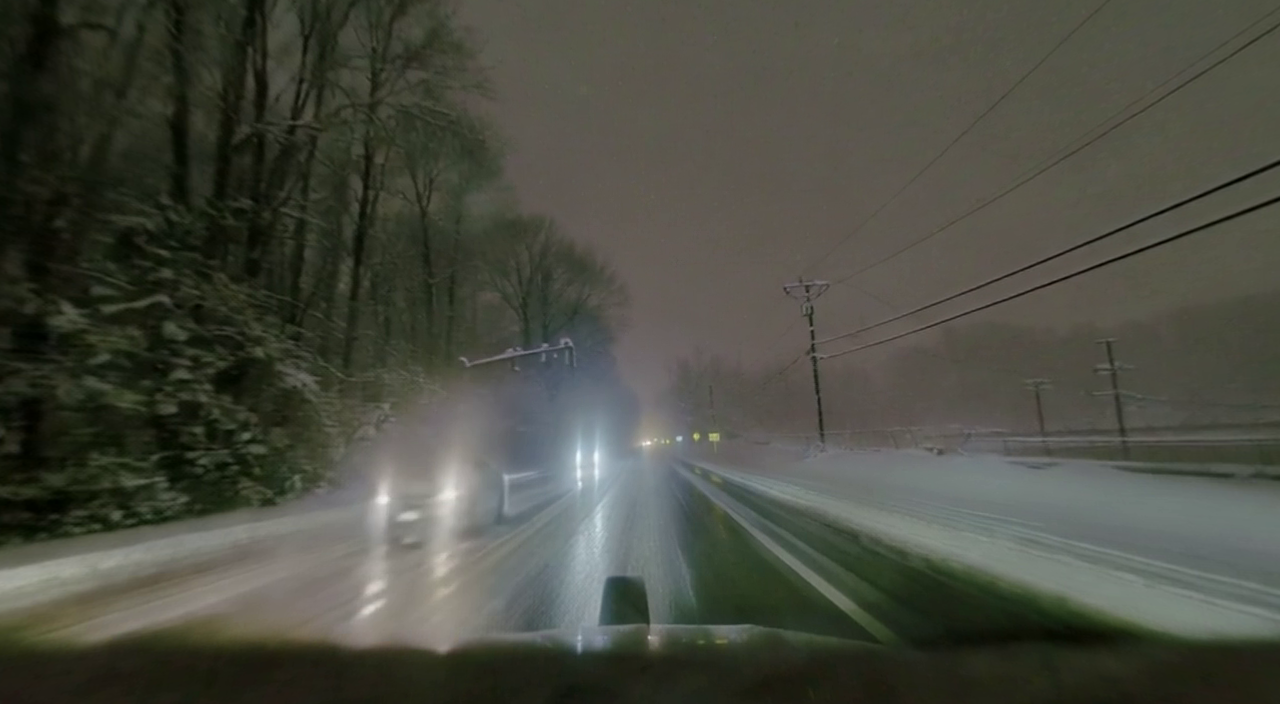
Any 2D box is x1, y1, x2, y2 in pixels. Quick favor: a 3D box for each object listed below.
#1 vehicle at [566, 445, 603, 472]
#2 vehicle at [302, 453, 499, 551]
[{"bbox_3d":[-3.593,6.998,41.591,2.074,1.679,4.293,-1,-9,0],"label":"vehicle"},{"bbox_3d":[-4.097,2.605,11.611,2.002,1.420,3.948,-1,-9,1],"label":"vehicle"}]
